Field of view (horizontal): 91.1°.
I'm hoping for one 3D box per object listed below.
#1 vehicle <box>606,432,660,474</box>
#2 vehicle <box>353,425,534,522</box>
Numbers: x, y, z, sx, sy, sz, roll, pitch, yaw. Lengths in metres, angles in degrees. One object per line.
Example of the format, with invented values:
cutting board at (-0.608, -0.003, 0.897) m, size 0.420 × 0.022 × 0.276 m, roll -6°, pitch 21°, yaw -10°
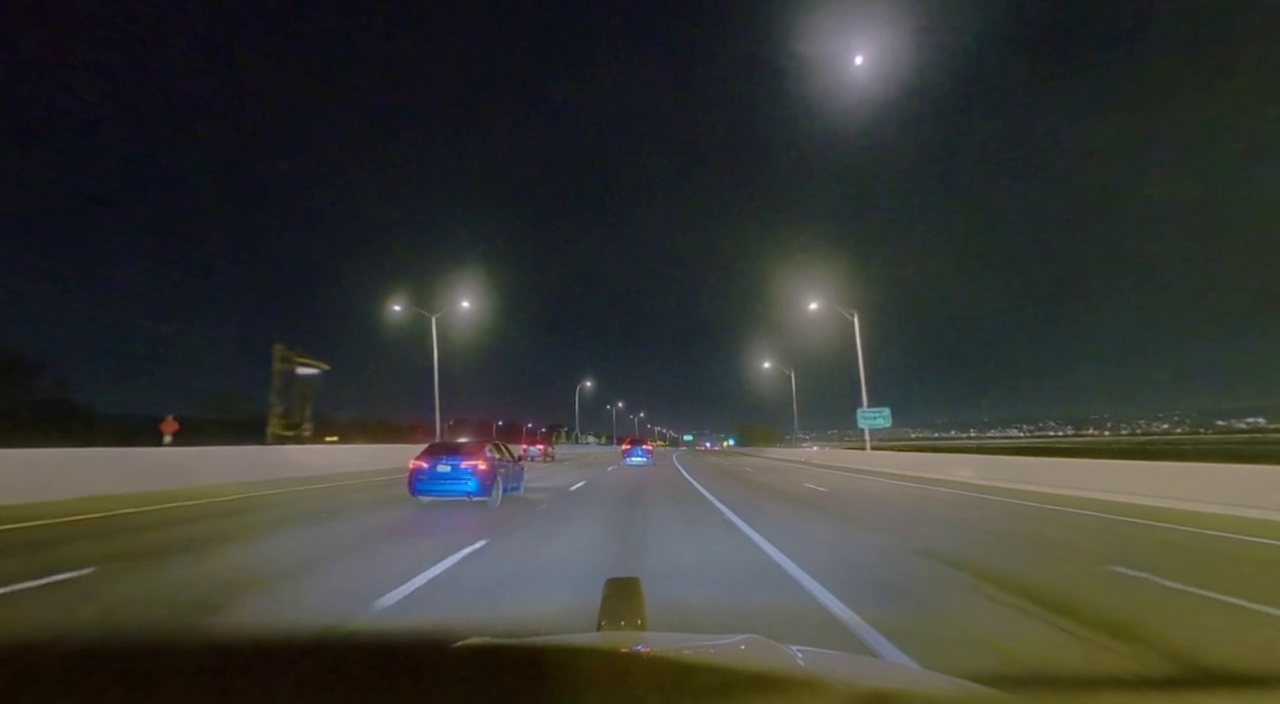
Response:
vehicle at (-0.234, 4.387, 27.406) m, size 2.155 × 1.690 × 4.318 m, roll 0°, pitch -8°, yaw 1°
vehicle at (-3.659, 2.358, 12.754) m, size 2.124 × 1.607 × 4.531 m, roll 0°, pitch -8°, yaw 1°
